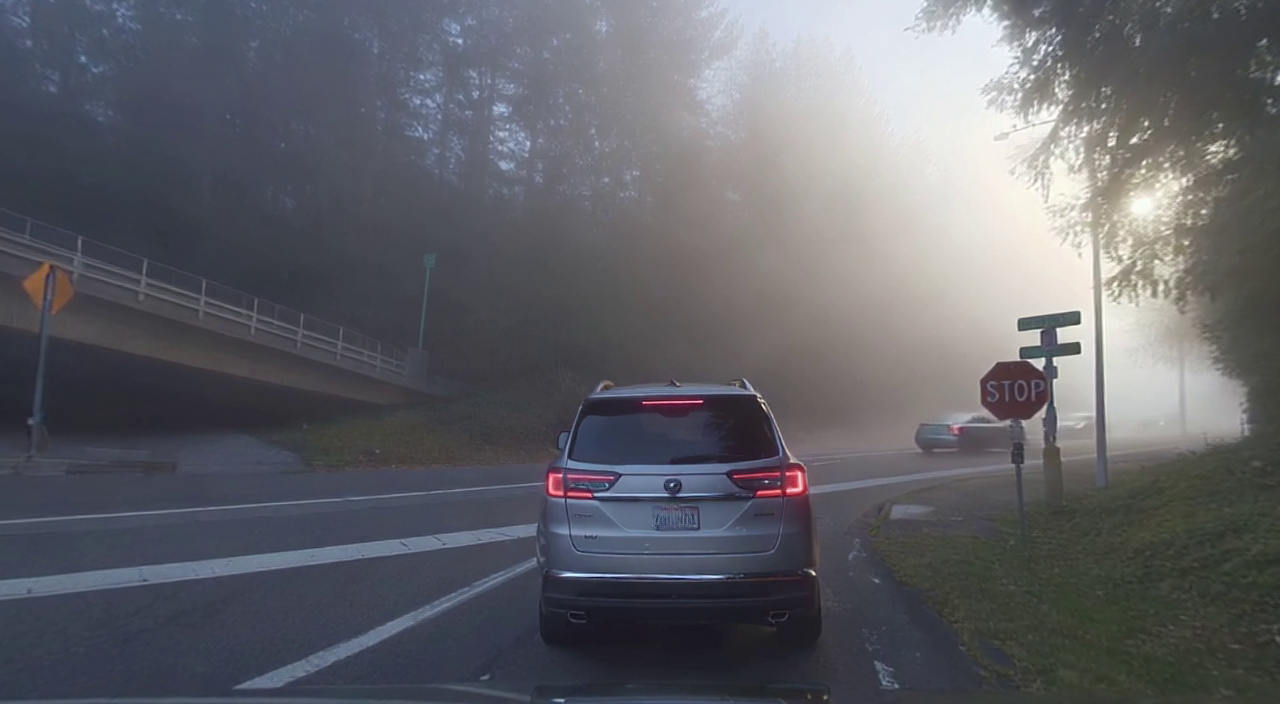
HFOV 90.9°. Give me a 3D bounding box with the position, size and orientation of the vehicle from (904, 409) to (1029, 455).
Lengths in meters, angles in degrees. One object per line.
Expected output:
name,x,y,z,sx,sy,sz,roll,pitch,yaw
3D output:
vehicle,14.069,3.482,27.134,5.166,1.791,2.131,4,-10,-28

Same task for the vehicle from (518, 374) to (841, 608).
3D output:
vehicle,0.301,1.400,7.134,2.494,1.804,4.336,0,-9,0

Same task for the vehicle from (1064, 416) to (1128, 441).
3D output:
vehicle,33.916,5.686,46.868,4.557,1.712,1.913,3,-9,-29
